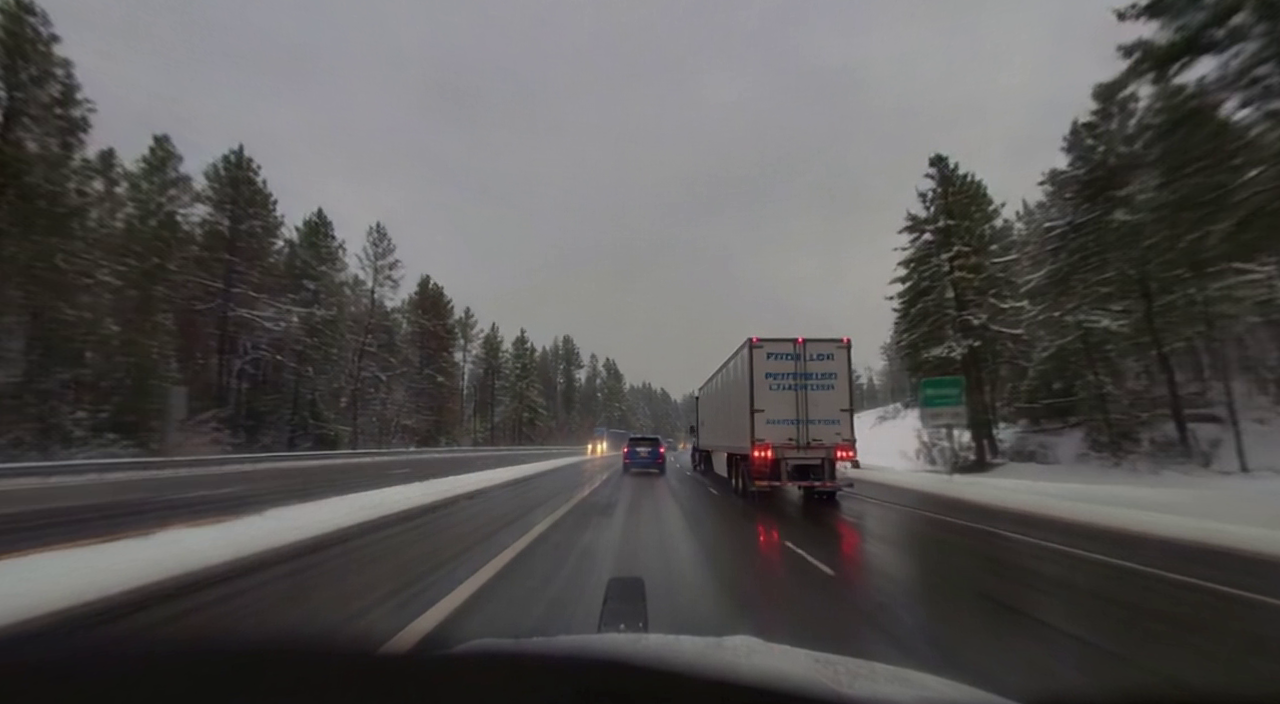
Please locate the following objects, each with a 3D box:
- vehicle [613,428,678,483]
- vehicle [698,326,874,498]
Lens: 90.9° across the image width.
[{"bbox_3d":[0.214,3.886,24.019,2.222,1.848,4.610,0,-8,1],"label":"vehicle"},{"bbox_3d":[4.257,2.619,23.551,2.899,4.160,16.621,0,-8,1],"label":"vehicle"}]
